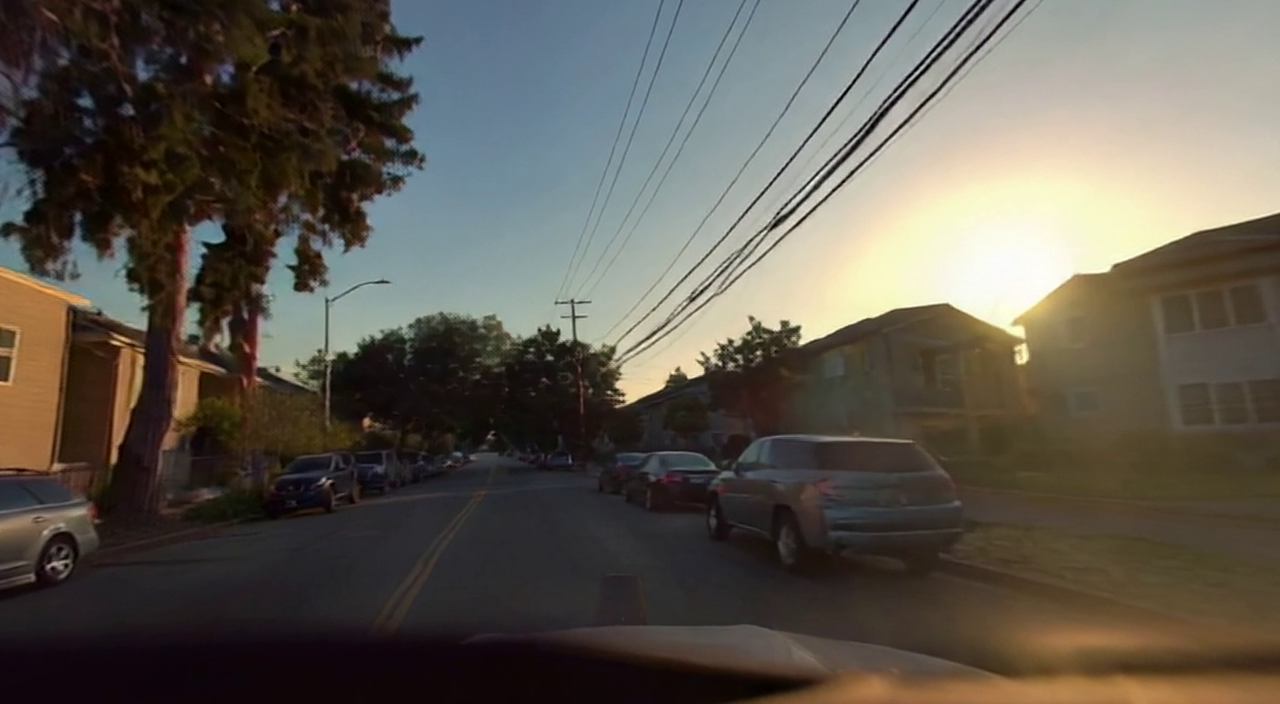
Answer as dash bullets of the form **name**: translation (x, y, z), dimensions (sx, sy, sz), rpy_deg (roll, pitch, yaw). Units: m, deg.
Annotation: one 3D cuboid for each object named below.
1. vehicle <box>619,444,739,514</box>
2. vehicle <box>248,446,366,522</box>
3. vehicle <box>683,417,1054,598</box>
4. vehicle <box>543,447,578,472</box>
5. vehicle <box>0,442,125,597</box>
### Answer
- **vehicle**: translation (0.802, 3.154, 16.240), dimensions (1.868, 1.494, 4.652), rpy_deg (1, -9, -12)
- **vehicle**: translation (-10.337, 4.038, 19.959), dimensions (2.056, 1.876, 4.824), rpy_deg (-1, -7, -12)
- **vehicle**: translation (2.397, 1.828, 8.511), dimensions (2.272, 1.626, 5.170), rpy_deg (2, -9, -12)
- **vehicle**: translation (-6.145, 8.276, 48.285), dimensions (2.328, 1.730, 4.225), rpy_deg (1, -11, -12)
- **vehicle**: translation (-8.800, 2.075, 7.617), dimensions (2.037, 1.851, 4.569), rpy_deg (0, -11, -13)
